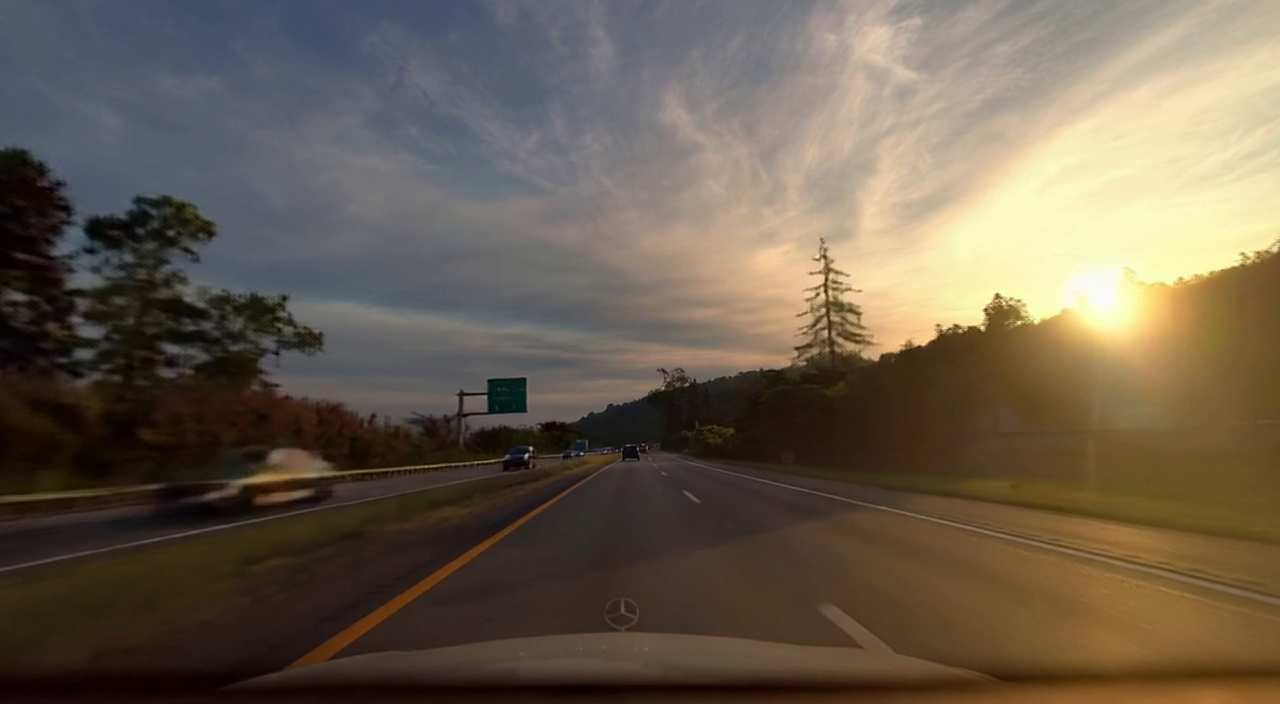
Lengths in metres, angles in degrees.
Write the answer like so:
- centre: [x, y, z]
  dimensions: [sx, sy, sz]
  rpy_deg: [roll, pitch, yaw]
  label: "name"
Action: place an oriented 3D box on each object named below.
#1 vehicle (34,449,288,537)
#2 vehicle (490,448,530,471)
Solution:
- centre: [-9.644, 2.816, 13.221]
  dimensions: [1.868, 1.511, 4.410]
  rpy_deg: [0, -9, 0]
  label: "vehicle"
- centre: [-9.683, 8.013, 47.043]
  dimensions: [2.016, 1.620, 4.735]
  rpy_deg: [0, -9, 0]
  label: "vehicle"
